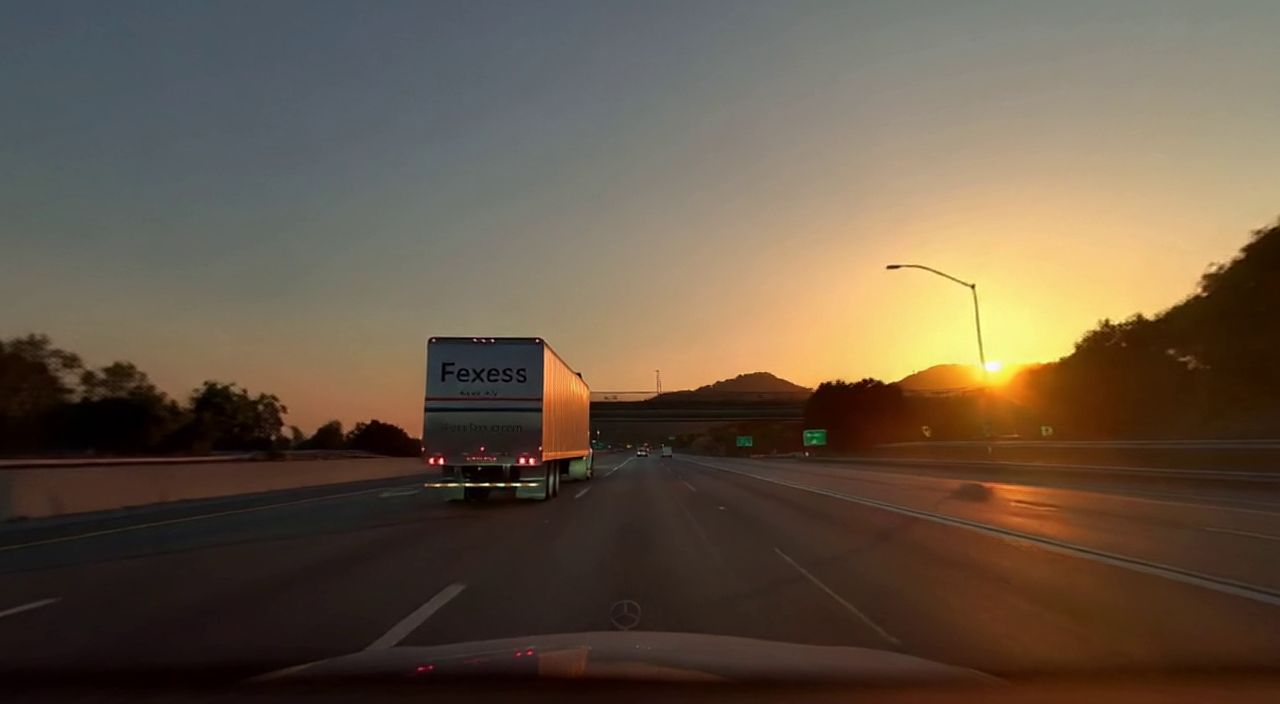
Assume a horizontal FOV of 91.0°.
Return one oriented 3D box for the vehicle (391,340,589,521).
[{"bbox_3d":[-3.179,2.103,16.222,2.922,3.458,8.360,0,-9,1],"label":"vehicle"}]
